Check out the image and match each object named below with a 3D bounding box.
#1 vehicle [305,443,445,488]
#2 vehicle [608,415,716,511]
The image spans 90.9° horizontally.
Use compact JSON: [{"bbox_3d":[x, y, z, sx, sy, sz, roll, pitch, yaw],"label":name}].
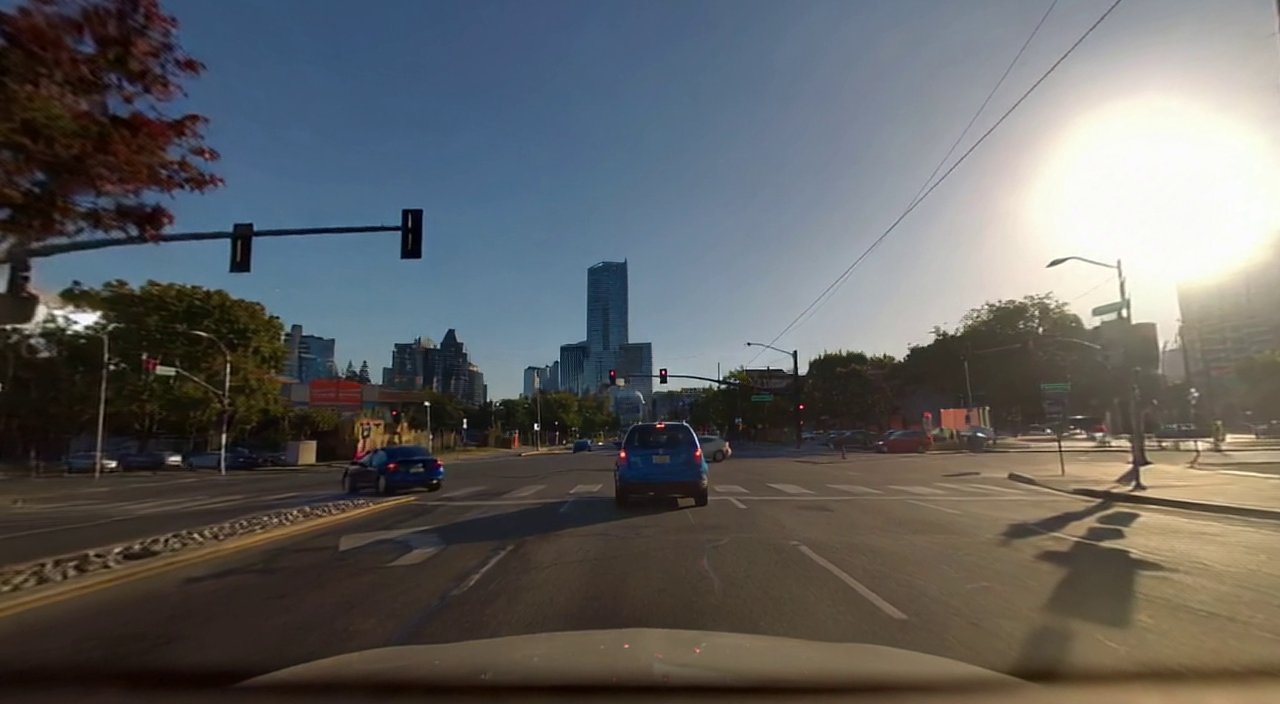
[{"bbox_3d":[-9.804,4.211,23.820,2.013,1.486,4.705,-4,-9,24],"label":"vehicle"},{"bbox_3d":[0.420,2.362,13.845,1.994,1.759,4.186,0,-8,0],"label":"vehicle"}]
